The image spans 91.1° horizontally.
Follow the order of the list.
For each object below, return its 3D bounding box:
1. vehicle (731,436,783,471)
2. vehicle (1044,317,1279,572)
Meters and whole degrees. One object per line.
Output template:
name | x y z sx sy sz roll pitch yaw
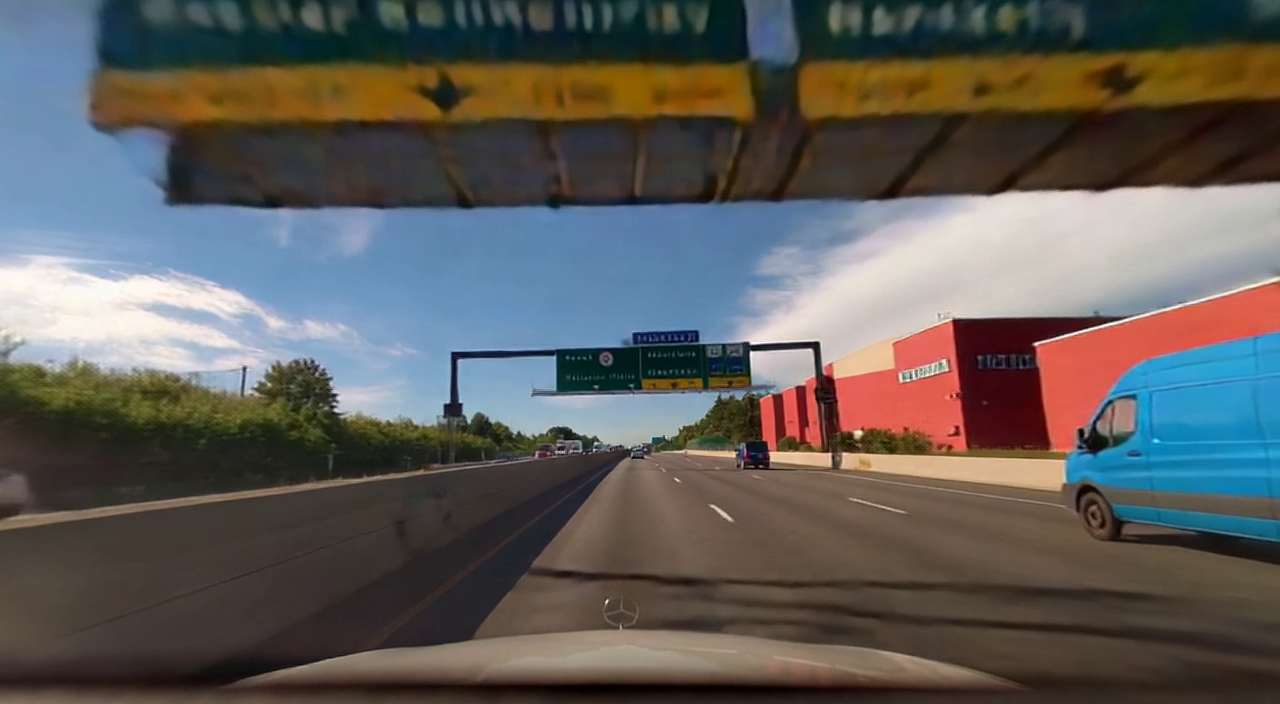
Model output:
vehicle | 7.087 6.219 38.680 2.156 1.943 5.010 0 -9 -1
vehicle | 7.801 1.045 7.104 2.283 2.631 6.053 0 -9 -1
